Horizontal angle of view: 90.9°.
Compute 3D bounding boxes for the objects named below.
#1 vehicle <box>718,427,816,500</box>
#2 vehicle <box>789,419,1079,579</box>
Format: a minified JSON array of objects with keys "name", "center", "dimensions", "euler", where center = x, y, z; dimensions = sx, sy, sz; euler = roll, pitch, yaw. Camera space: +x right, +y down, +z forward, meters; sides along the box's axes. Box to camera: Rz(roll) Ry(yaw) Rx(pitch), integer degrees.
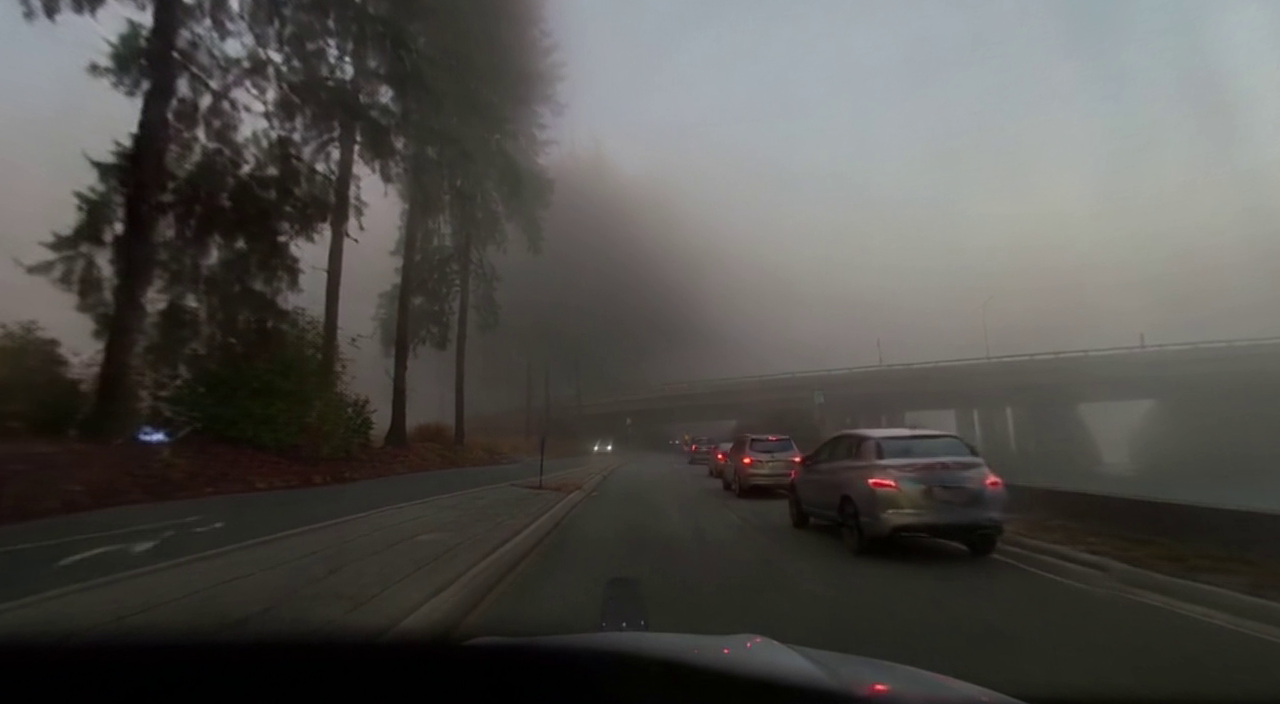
[{"name":"vehicle","center":[3.607,3.261,18.770],"dimensions":[1.985,1.895,4.496],"euler":[0,-9,0]},{"name":"vehicle","center":[3.655,1.891,8.954],"dimensions":[1.972,1.682,4.397],"euler":[0,-9,0]}]
